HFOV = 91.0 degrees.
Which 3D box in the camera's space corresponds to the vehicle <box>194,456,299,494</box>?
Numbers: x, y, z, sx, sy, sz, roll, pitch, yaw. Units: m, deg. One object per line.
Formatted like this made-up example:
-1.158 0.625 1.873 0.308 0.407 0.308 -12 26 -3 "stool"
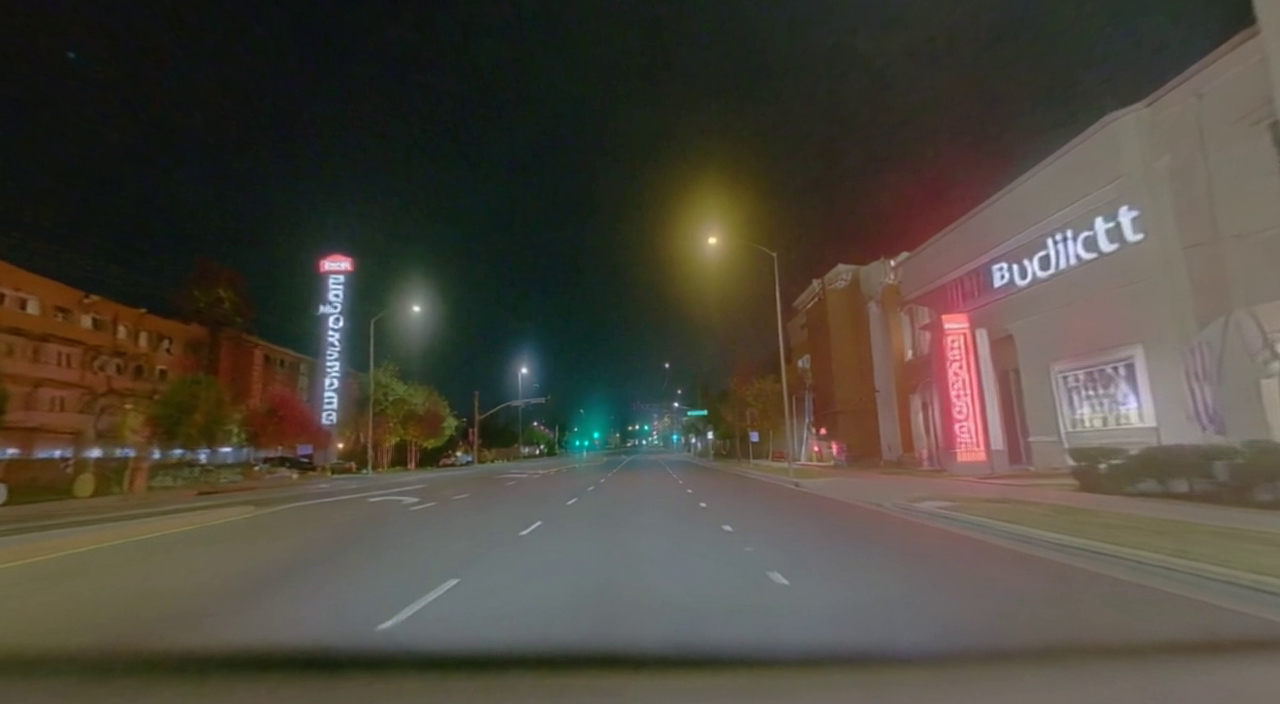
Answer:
-18.097 5.659 29.267 1.938 1.465 4.744 -2 -9 -1 "vehicle"
